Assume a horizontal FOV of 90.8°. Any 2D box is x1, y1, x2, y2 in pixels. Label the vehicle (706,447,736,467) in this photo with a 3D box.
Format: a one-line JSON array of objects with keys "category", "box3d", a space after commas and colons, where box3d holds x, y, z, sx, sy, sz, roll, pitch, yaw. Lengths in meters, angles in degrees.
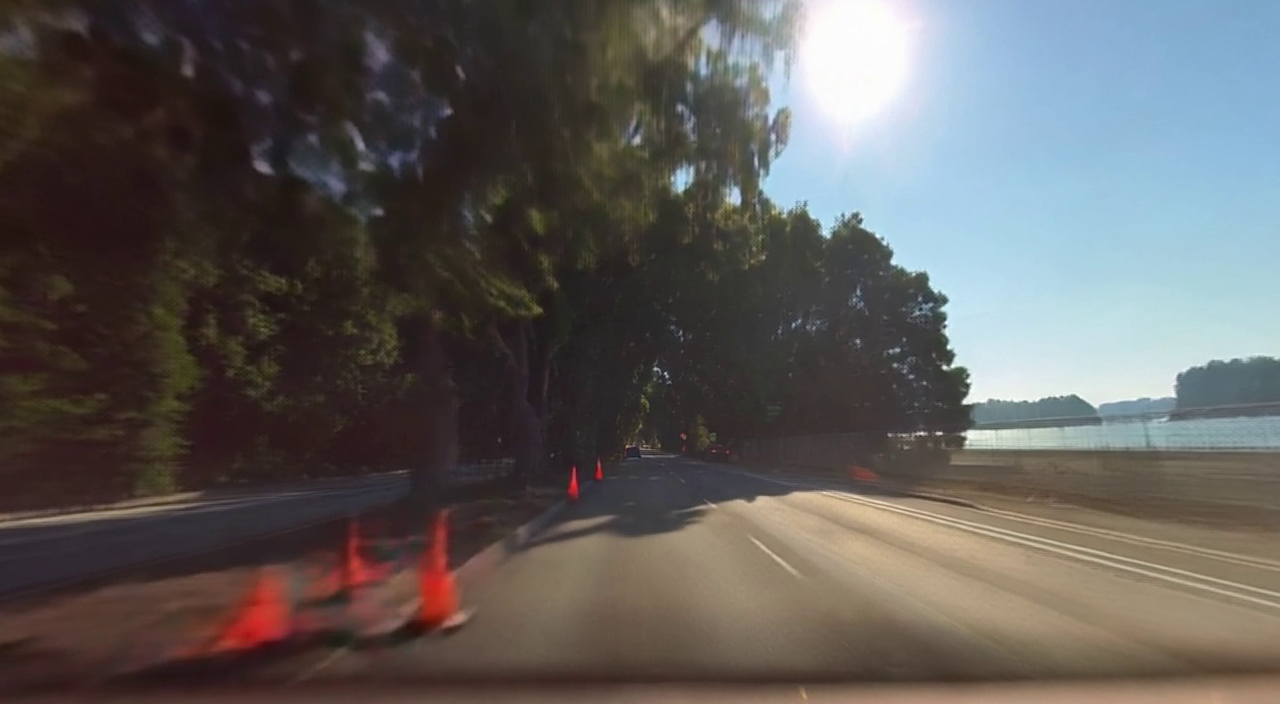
[{"category": "vehicle", "box3d": [6.272, 8.189, 49.331, 1.904, 1.470, 4.583, 0, -8, 2]}]
